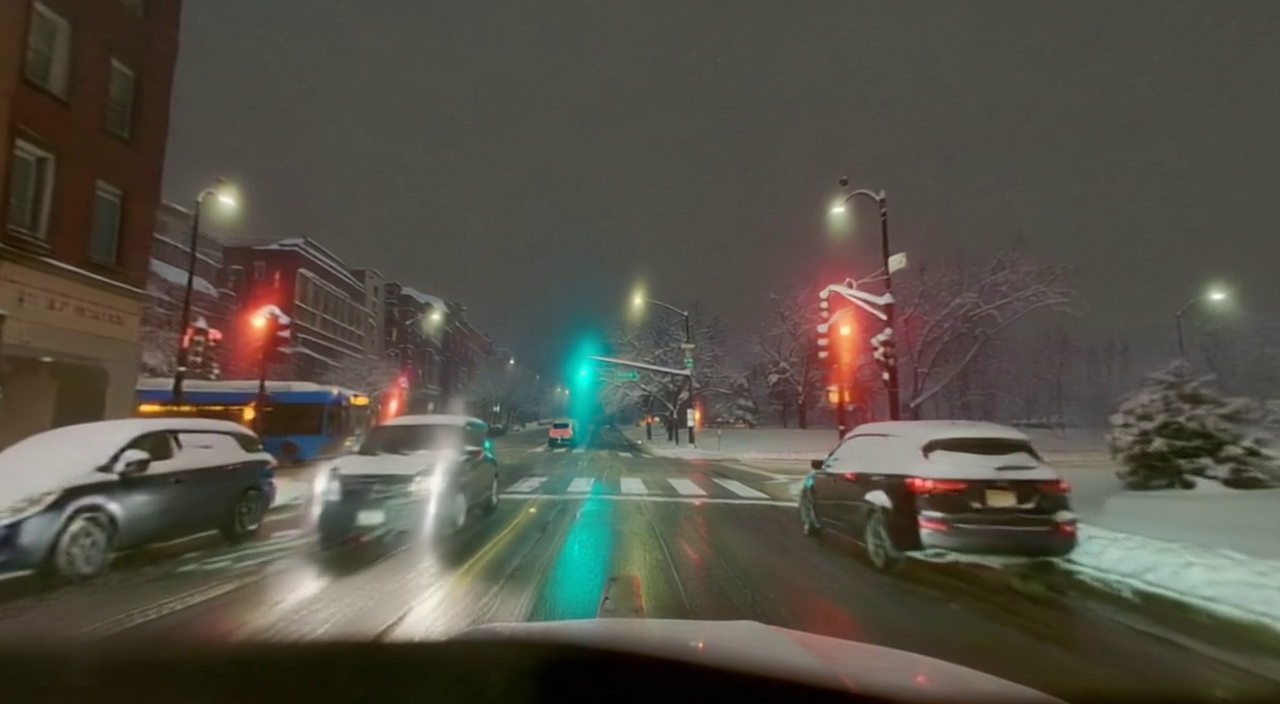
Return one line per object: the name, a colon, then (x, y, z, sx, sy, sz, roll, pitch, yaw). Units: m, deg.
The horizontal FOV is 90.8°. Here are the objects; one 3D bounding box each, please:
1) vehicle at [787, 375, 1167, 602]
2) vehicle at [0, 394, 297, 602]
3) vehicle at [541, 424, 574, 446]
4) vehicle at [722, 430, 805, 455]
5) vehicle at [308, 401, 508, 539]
vehicle: (3.437, 1.503, 7.834, 2.052, 1.929, 4.747, 0, -8, 0)
vehicle: (-6.696, 1.675, 7.894, 2.132, 1.801, 4.885, -3, -8, -1)
vehicle: (-5.951, 6.066, 45.958, 1.799, 1.468, 3.693, 0, -8, 1)
vehicle: (7.103, 5.266, 36.737, 4.451, 1.422, 1.744, 0, -8, 0)
vehicle: (-3.610, 1.923, 10.955, 2.148, 1.818, 4.791, 1, -8, -7)
